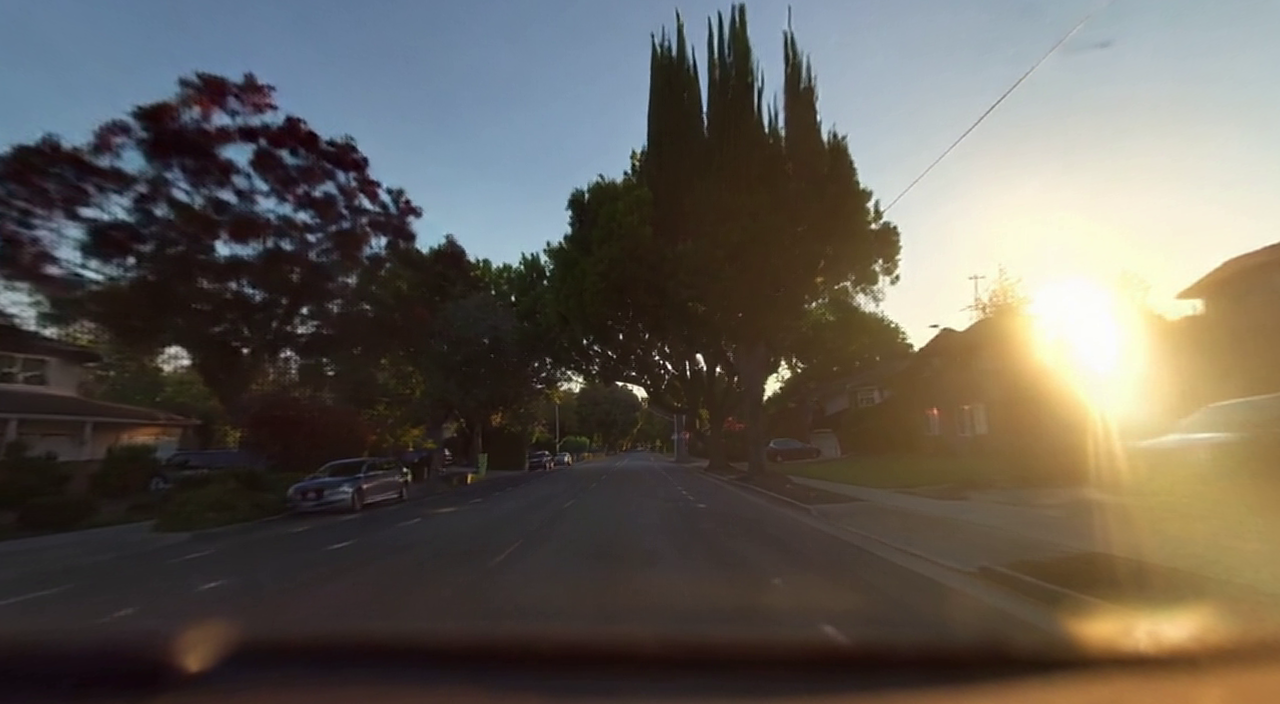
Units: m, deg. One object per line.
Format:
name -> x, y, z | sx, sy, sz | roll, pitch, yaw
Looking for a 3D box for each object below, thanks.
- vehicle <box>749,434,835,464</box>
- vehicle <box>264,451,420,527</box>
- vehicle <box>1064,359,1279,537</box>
vehicle -> 8.903, 5.724, 37.271 | 4.535, 1.697, 1.968 | 0, -9, -1
vehicle -> -7.573, 3.483, 16.657 | 1.973, 1.500, 4.781 | -5, -9, -3
vehicle -> 9.032, 1.096, 8.352 | 5.221, 1.958, 1.992 | -4, -9, 0
